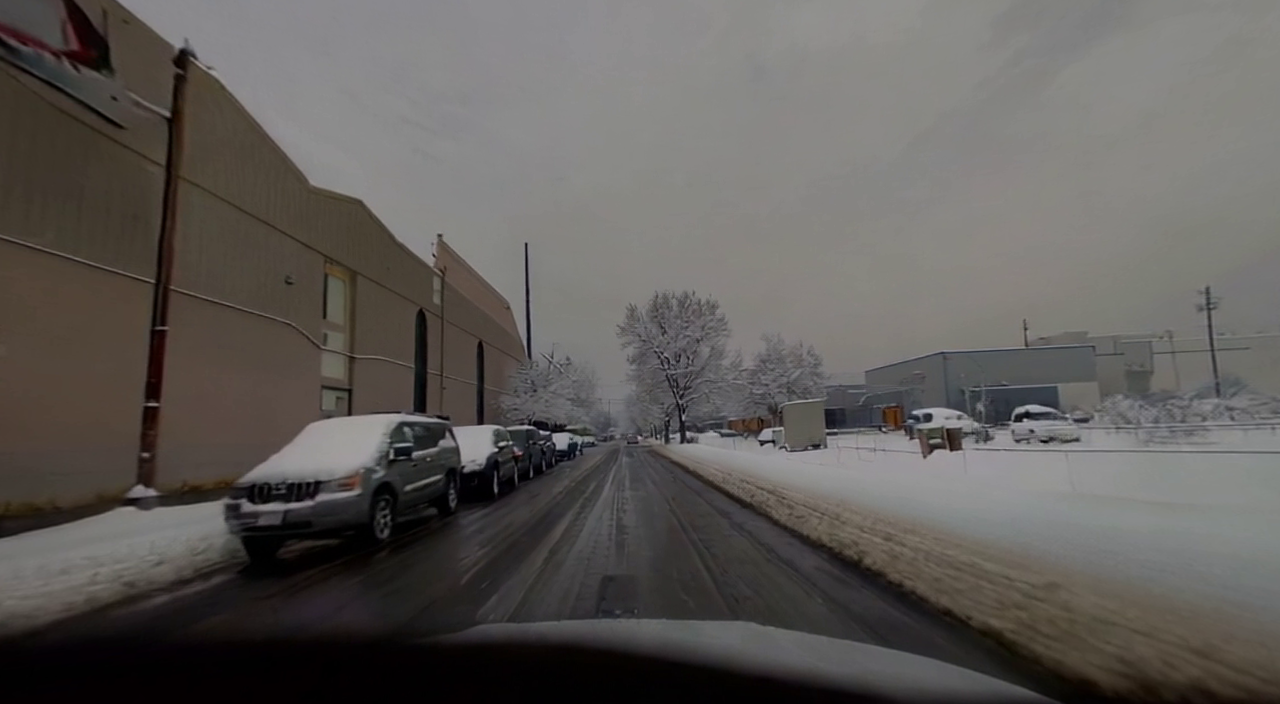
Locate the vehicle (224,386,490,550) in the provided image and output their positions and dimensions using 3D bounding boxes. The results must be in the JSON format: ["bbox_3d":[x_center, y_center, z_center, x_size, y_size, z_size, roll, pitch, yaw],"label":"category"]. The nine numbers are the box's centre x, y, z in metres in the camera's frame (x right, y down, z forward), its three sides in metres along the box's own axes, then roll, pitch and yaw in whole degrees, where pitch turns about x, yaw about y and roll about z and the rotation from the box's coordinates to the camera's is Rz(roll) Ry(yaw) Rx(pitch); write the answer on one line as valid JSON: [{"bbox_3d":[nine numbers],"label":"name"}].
[{"bbox_3d":[-4.069,1.840,10.298,2.161,1.843,5.181,-3,-10,-3],"label":"vehicle"}]

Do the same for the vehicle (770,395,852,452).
[{"bbox_3d":[10.259,4.462,38.678,2.622,3.108,7.053,0,-8,-3],"label":"vehicle"}]
